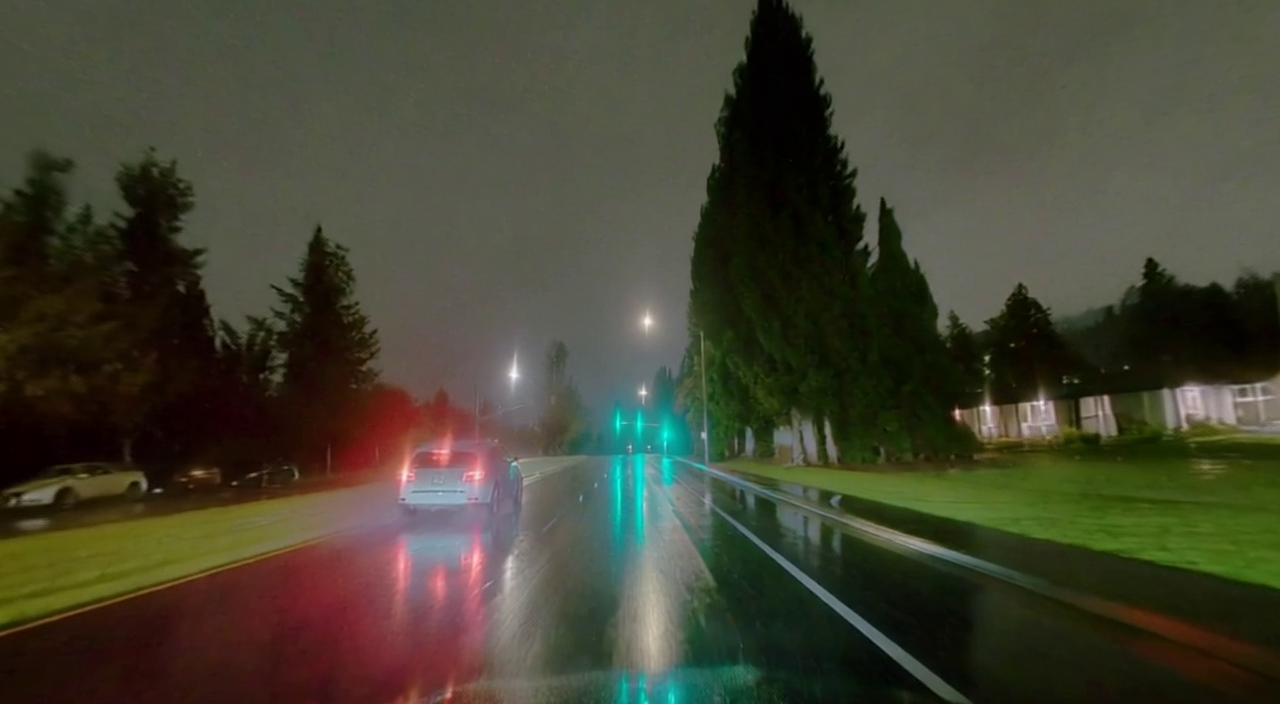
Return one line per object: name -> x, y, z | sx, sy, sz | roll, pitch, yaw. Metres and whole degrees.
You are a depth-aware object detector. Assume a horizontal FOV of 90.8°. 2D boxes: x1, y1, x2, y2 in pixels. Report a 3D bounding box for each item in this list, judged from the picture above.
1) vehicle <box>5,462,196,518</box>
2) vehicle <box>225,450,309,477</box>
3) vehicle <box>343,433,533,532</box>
vehicle -> -17.499, 4.462, 20.924 | 2.101, 1.503, 4.778 | 0, -8, 0
vehicle -> -25.636, 7.649, 43.509 | 4.444, 1.801, 2.058 | 0, -8, -2
vehicle -> -3.491, 2.353, 12.107 | 2.020, 1.478, 4.890 | 0, -8, 0
